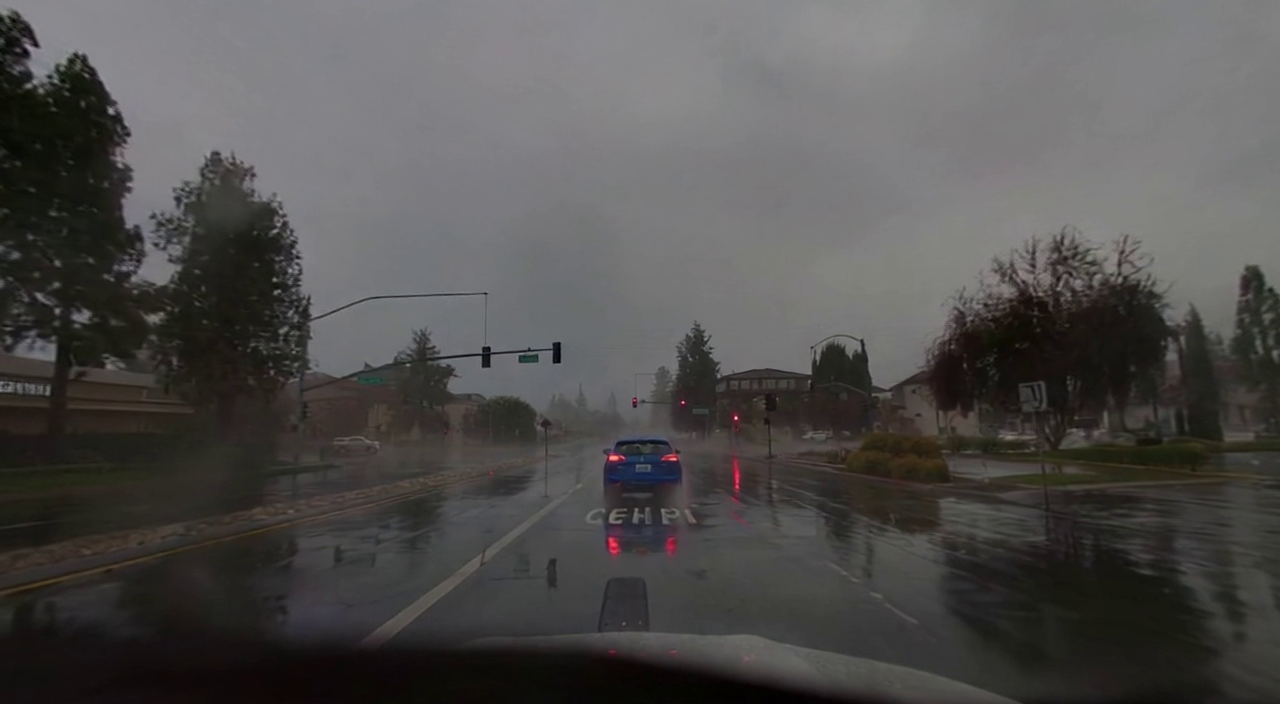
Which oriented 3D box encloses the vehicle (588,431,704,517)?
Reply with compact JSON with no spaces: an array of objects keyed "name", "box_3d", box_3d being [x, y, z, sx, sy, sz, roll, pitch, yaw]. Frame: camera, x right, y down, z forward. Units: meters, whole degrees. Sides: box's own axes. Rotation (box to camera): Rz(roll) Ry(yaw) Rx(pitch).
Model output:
[{"name":"vehicle","box_3d":[0.068,2.464,13.304,2.028,1.478,4.545,0,-8,-1]}]
